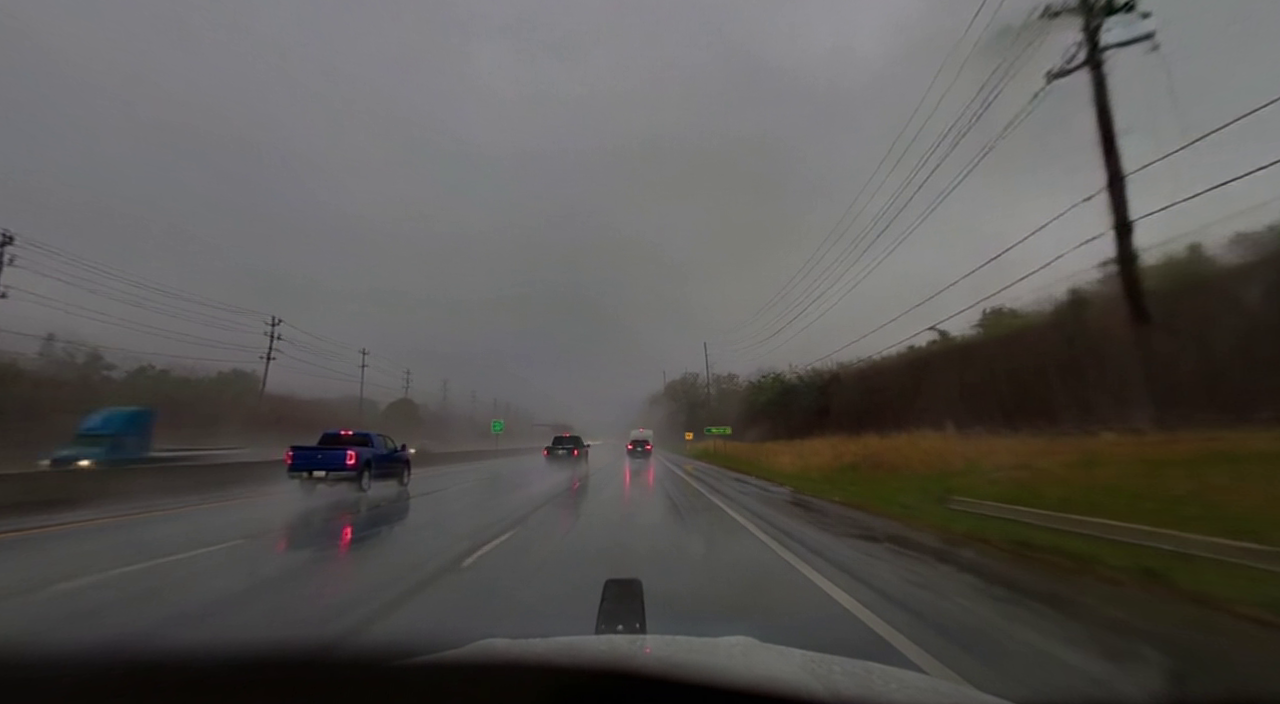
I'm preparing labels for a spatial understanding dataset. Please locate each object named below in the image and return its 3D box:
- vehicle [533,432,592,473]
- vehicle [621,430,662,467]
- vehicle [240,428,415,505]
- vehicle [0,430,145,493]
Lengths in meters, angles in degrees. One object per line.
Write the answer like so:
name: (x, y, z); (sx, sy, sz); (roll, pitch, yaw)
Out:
vehicle: (-3.662, 4.896, 30.964); (2.204, 1.812, 5.289); (0, -8, 0)
vehicle: (0.113, 6.016, 39.530); (2.358, 2.144, 4.713); (0, -8, 1)
vehicle: (-7.408, 2.760, 15.599); (2.013, 1.609, 4.446); (0, -8, 0)
vehicle: (-25.012, 4.538, 26.560); (2.574, 2.287, 7.028); (0, -8, 0)
